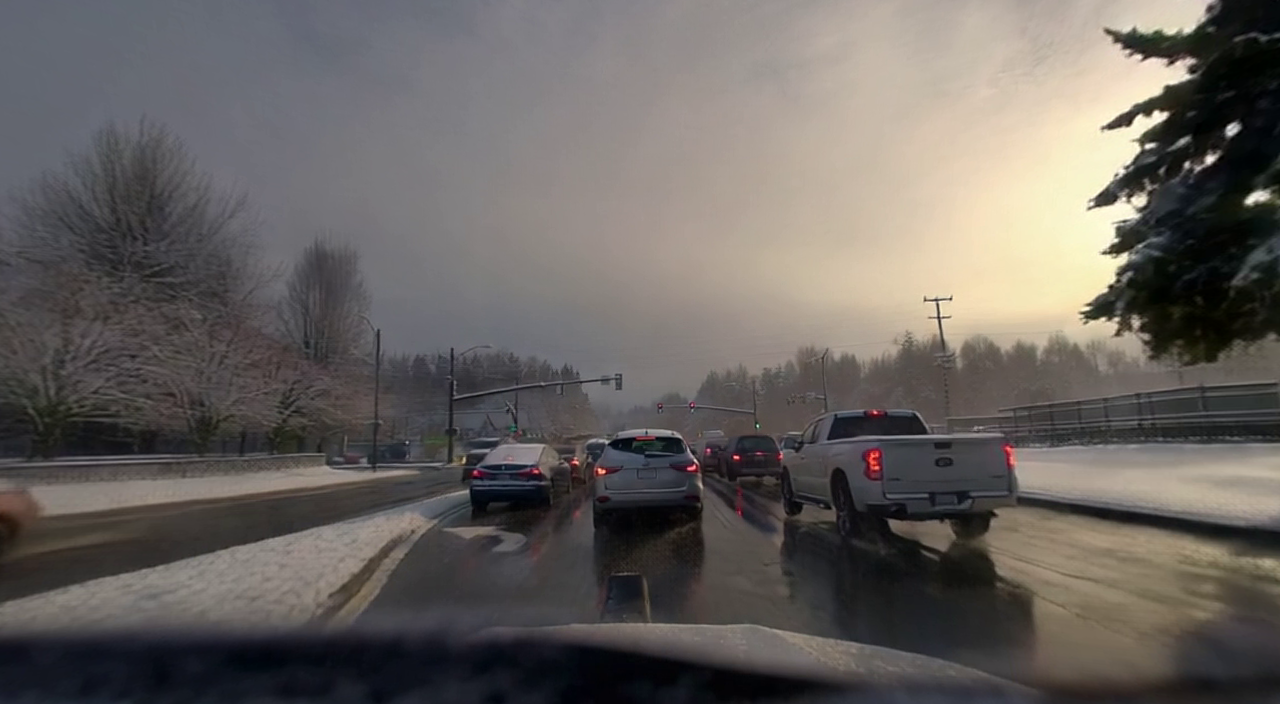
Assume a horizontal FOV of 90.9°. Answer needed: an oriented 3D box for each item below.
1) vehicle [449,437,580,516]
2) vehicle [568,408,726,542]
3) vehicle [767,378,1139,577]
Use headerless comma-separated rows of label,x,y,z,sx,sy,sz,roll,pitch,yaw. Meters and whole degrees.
vehicle,-2.642,2.761,14.439,2.023,1.494,4.259,-1,-9,2
vehicle,0.156,1.973,10.490,2.113,1.768,3.901,-1,-9,2
vehicle,3.563,1.660,9.012,2.317,1.857,5.940,-1,-9,1
